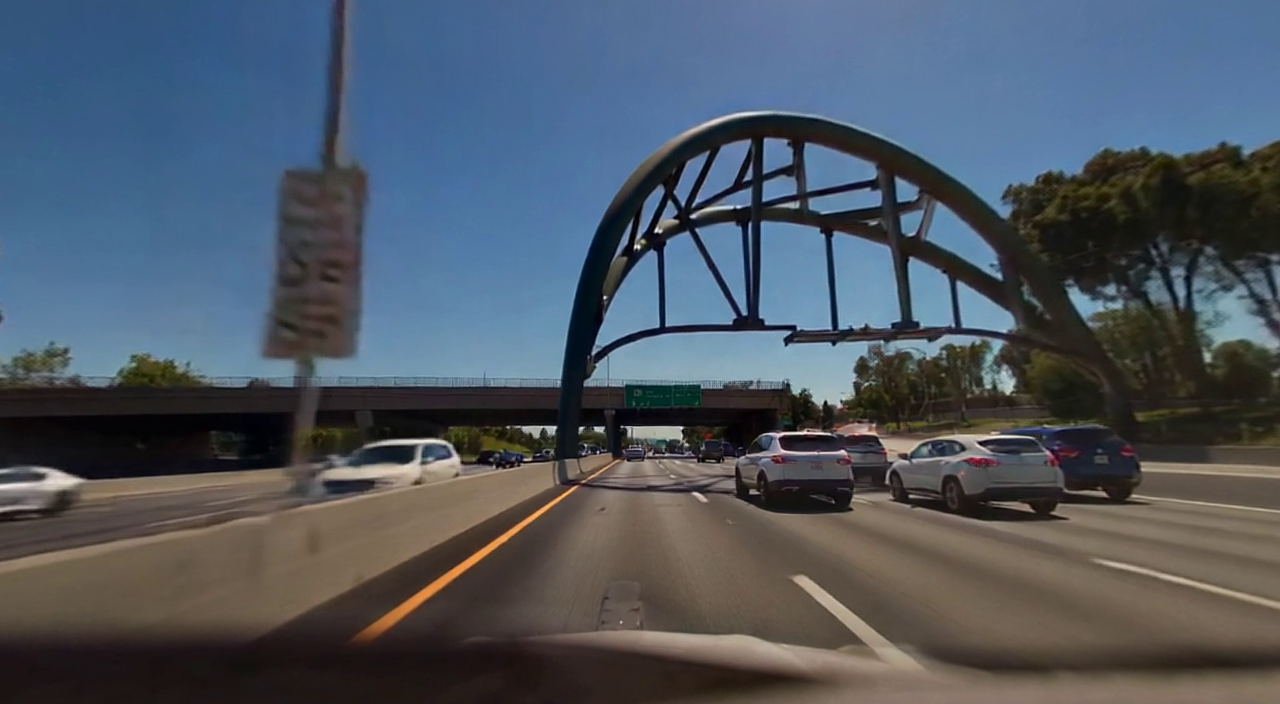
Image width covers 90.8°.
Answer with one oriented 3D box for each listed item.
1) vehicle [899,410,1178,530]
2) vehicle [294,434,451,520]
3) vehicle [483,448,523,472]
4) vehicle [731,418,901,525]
[{"bbox_3d":[7.072,2.160,12.102,2.040,1.801,4.959,0,-9,-1],"label":"vehicle"},{"bbox_3d":[-5.727,2.691,14.110,1.827,1.619,3.866,0,-9,-1],"label":"vehicle"},{"bbox_3d":[-9.392,7.405,43.507,1.922,1.523,3.645,0,-8,0],"label":"vehicle"},{"bbox_3d":[3.177,2.268,12.478,2.059,1.711,4.302,0,-9,0],"label":"vehicle"}]
